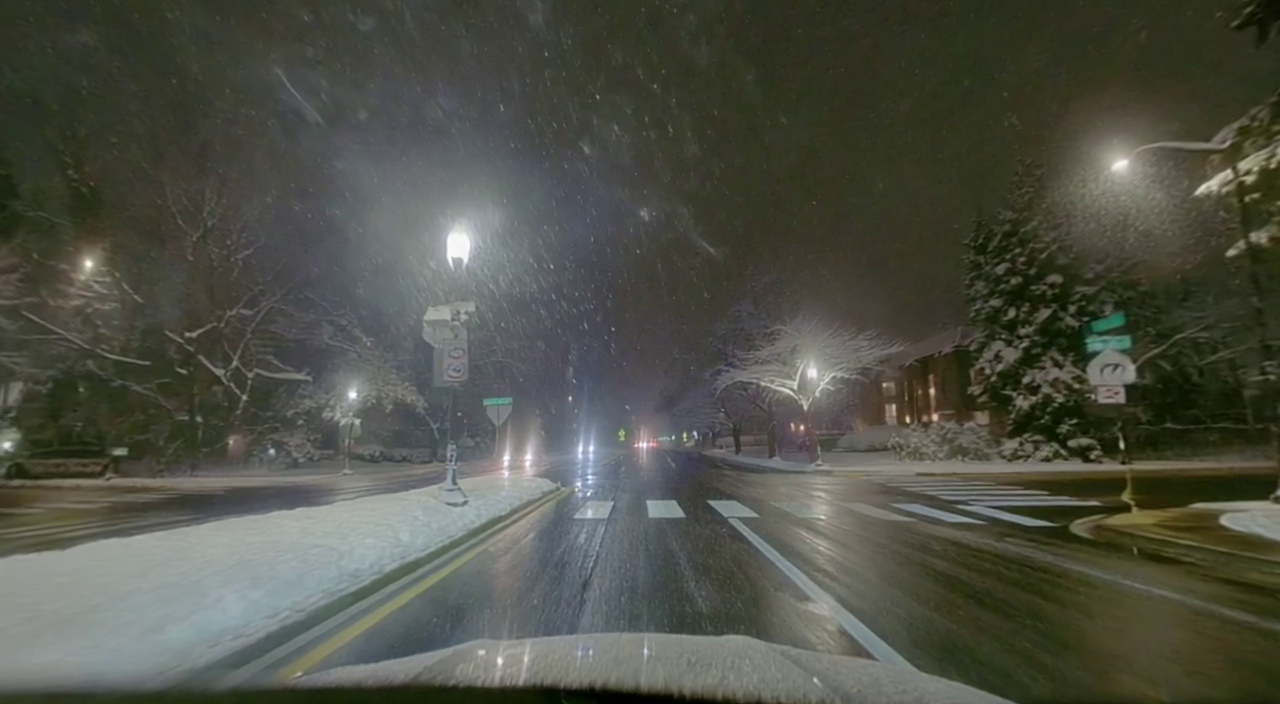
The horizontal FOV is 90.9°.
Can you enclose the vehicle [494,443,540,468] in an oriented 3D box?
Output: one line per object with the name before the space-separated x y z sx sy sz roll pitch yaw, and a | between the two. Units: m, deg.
vehicle | -7.720 6.495 39.885 1.900 1.472 4.574 0 -8 2
